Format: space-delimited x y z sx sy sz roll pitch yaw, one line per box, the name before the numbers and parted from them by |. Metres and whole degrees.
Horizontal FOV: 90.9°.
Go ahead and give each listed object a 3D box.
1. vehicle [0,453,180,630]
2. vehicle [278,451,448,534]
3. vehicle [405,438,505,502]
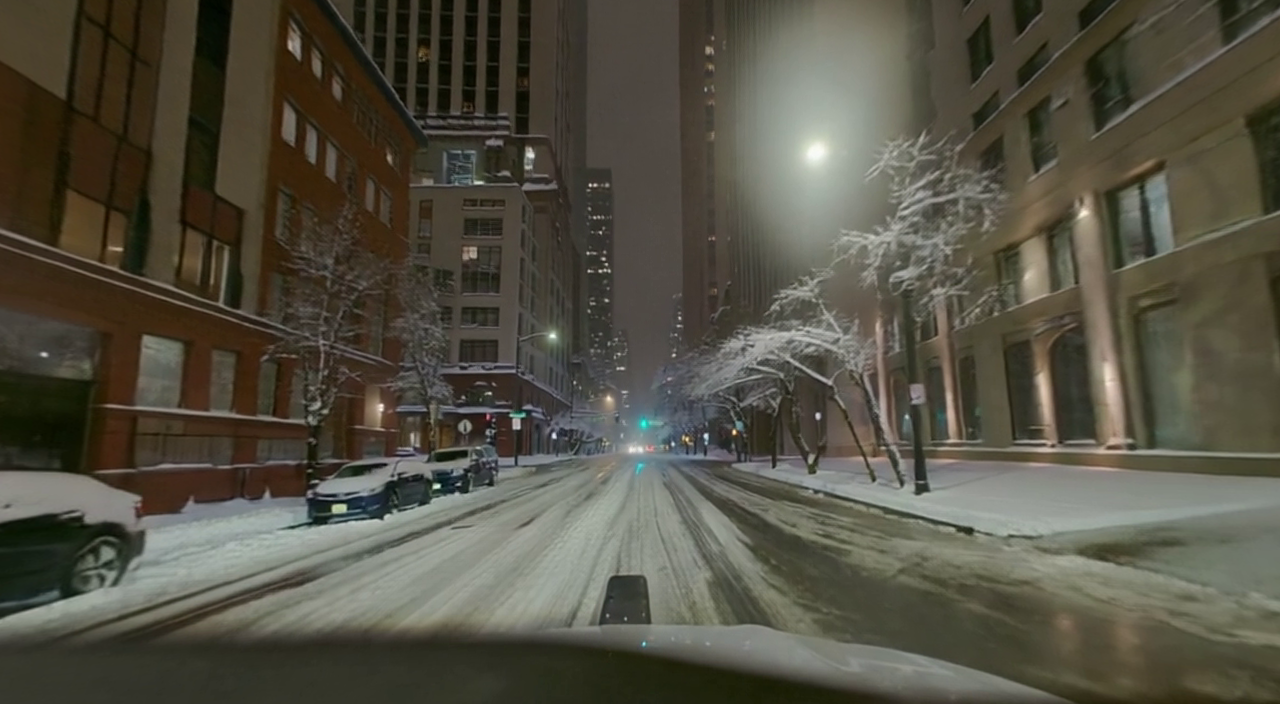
vehicle | -6.681 1.743 5.474 2.110 1.498 4.555 -4 -8 -2
vehicle | -6.682 3.391 15.939 2.270 1.539 4.855 -4 -8 -2
vehicle | -6.546 4.177 22.896 2.273 1.871 4.920 -4 -8 -2
